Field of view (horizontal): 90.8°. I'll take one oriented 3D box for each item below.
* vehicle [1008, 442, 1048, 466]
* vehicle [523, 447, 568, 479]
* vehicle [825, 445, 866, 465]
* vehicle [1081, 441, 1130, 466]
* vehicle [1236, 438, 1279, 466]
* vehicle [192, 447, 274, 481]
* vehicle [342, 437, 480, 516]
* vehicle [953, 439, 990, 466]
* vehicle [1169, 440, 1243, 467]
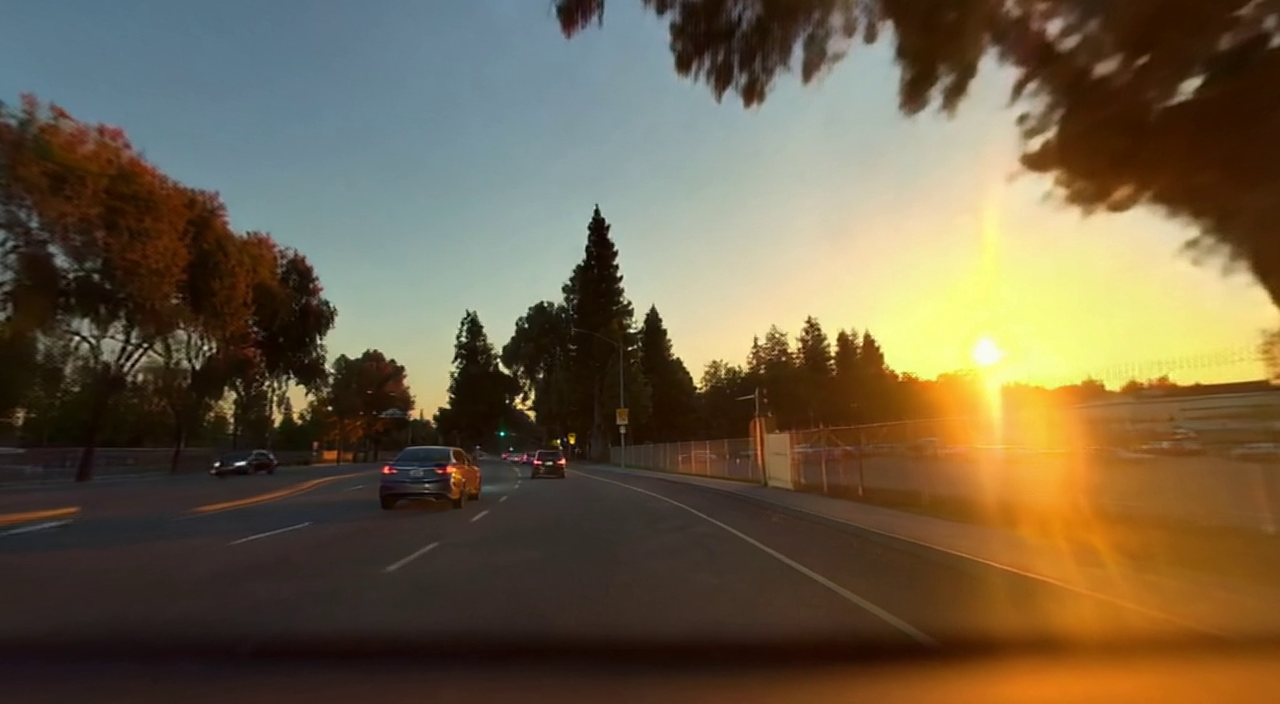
[{"bbox_3d":[25.496,6.688,41.653,1.863,1.456,4.250,-4,-9,27],"label":"vehicle"},{"bbox_3d":[-4.871,5.698,32.723,2.147,1.474,4.083,1,-9,-8],"label":"vehicle"},{"bbox_3d":[15.896,7.939,48.741,1.934,1.423,4.008,-6,-11,34],"label":"vehicle"},{"bbox_3d":[28.844,6.262,39.259,2.027,1.455,3.838,-5,-10,31],"label":"vehicle"},{"bbox_3d":[35.513,5.558,35.169,2.095,1.470,4.336,-4,-9,26],"label":"vehicle"},{"bbox_3d":[-23.937,6.578,37.436,2.214,1.844,4.822,1,-9,-9],"label":"vehicle"},{"bbox_3d":[-5.548,3.040,16.017,2.105,1.676,4.541,1,-8,-5],"label":"vehicle"},{"bbox_3d":[23.022,6.919,43.734,1.942,1.726,5.194,-5,-10,29],"label":"vehicle"},{"bbox_3d":[32.847,5.879,36.806,1.904,1.432,4.640,-4,-9,25],"label":"vehicle"}]
